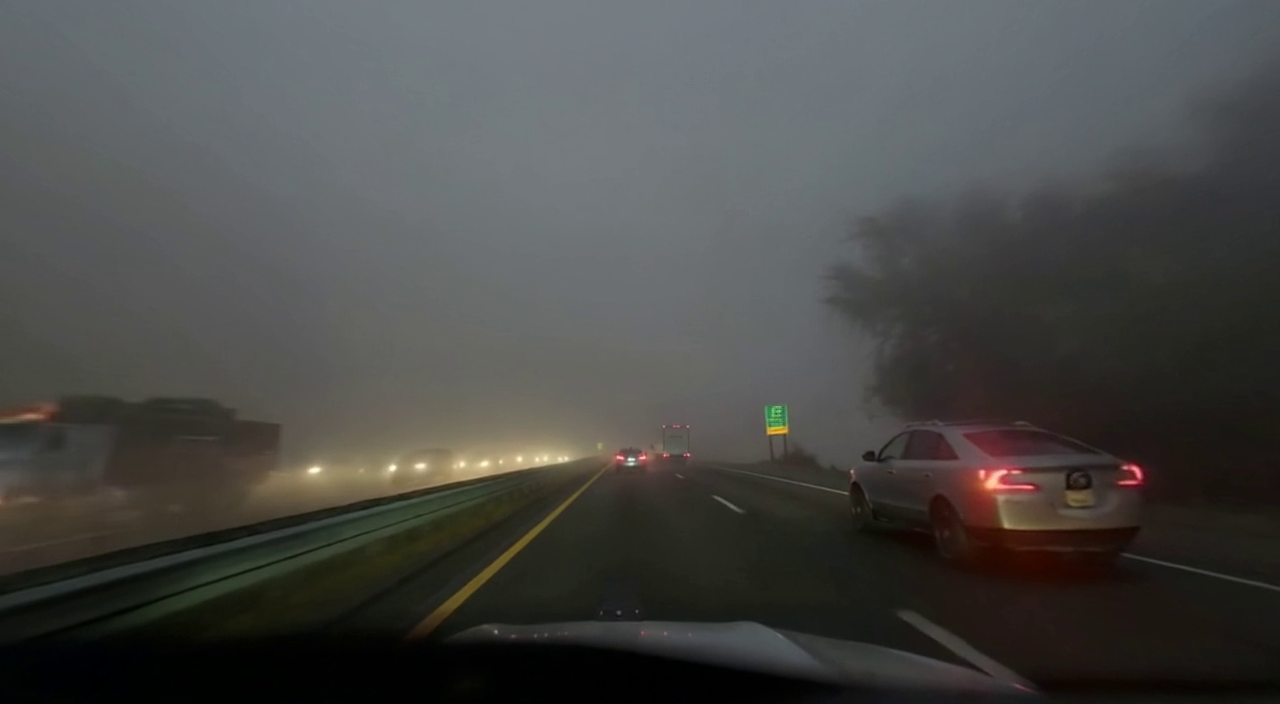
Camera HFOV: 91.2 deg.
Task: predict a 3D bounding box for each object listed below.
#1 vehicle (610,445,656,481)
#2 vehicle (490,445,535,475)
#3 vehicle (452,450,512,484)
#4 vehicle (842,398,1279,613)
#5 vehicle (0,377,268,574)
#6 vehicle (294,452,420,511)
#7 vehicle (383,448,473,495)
[{"bbox_3d":[-0.349,5.038,28.727,1.971,1.518,4.108,0,-9,-1],"label":"vehicle"},{"bbox_3d":[-8.075,6.884,40.099,2.019,1.809,4.361,0,-9,0],"label":"vehicle"},{"bbox_3d":[-7.831,5.705,31.446,1.909,1.523,4.359,0,-9,-1],"label":"vehicle"},{"bbox_3d":[4.091,1.535,7.154,2.077,1.673,4.267,0,-9,-1],"label":"vehicle"},{"bbox_3d":[-9.440,2.004,10.684,2.404,2.492,6.125,0,-9,0],"label":"vehicle"},{"bbox_3d":[-8.079,3.707,18.373,1.850,1.476,4.085,0,-9,-1],"label":"vehicle"},{"bbox_3d":[-8.083,4.573,24.411,1.961,1.611,4.479,0,-9,-1],"label":"vehicle"}]
